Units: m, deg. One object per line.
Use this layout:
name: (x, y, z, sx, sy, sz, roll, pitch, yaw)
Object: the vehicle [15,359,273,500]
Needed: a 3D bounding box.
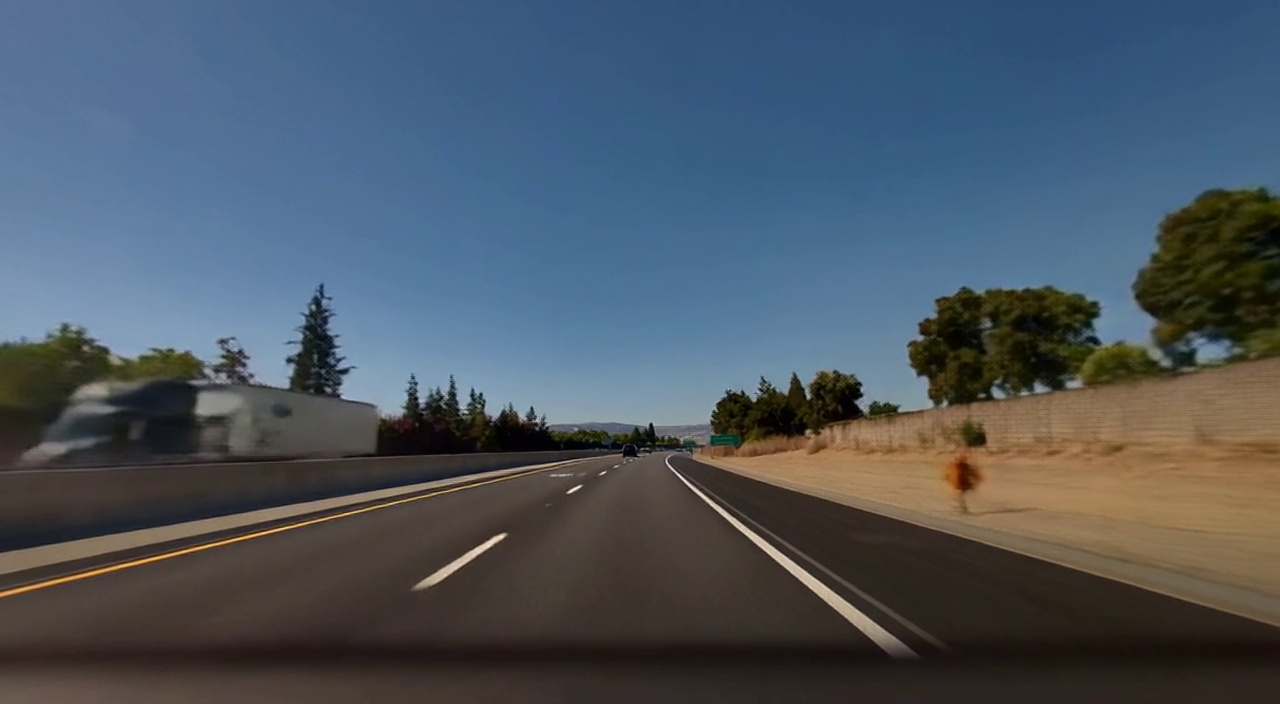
vehicle: (-16.893, 2.826, 22.346, 3.287, 4.193, 6.858, 0, -9, 0)
